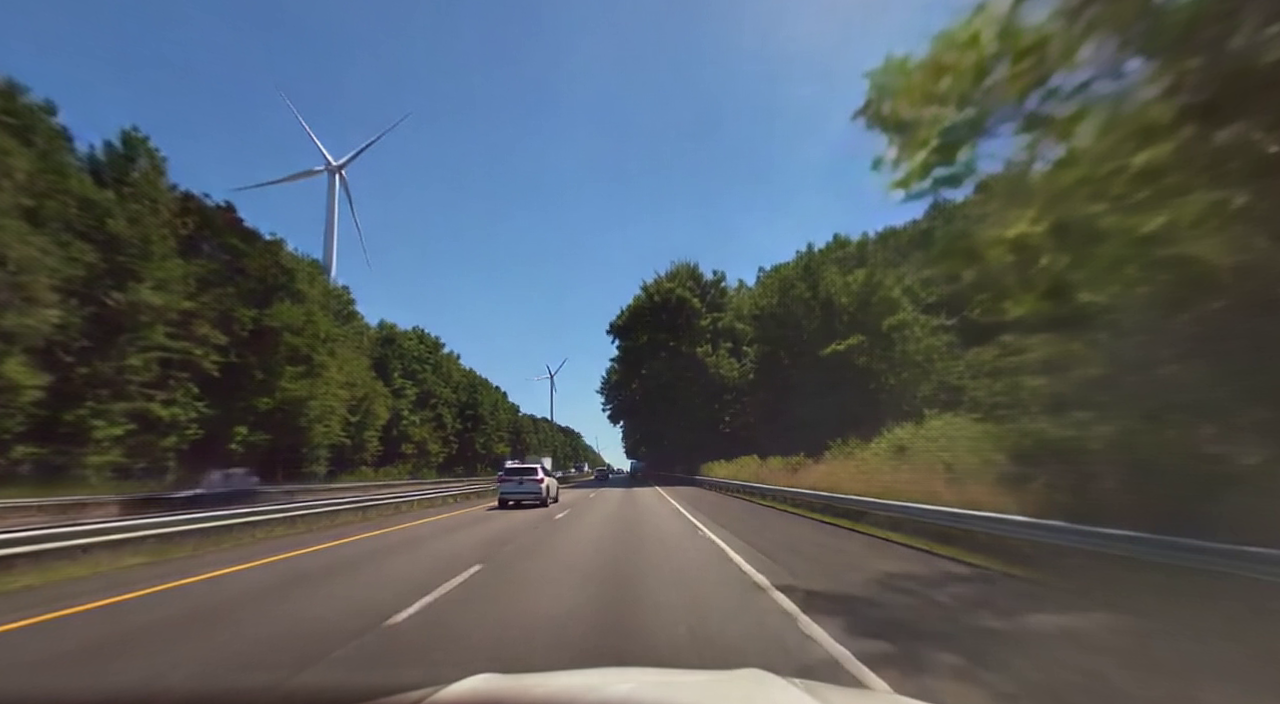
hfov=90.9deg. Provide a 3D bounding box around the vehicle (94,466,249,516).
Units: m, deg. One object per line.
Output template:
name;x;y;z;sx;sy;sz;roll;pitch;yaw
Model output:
vehicle;-15.665;4.654;21.405;1.909;1.482;4.236;1;-11;1

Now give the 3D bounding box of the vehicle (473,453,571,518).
vehicle;-3.472;4.069;19.482;2.124;1.705;4.440;1;-11;1
